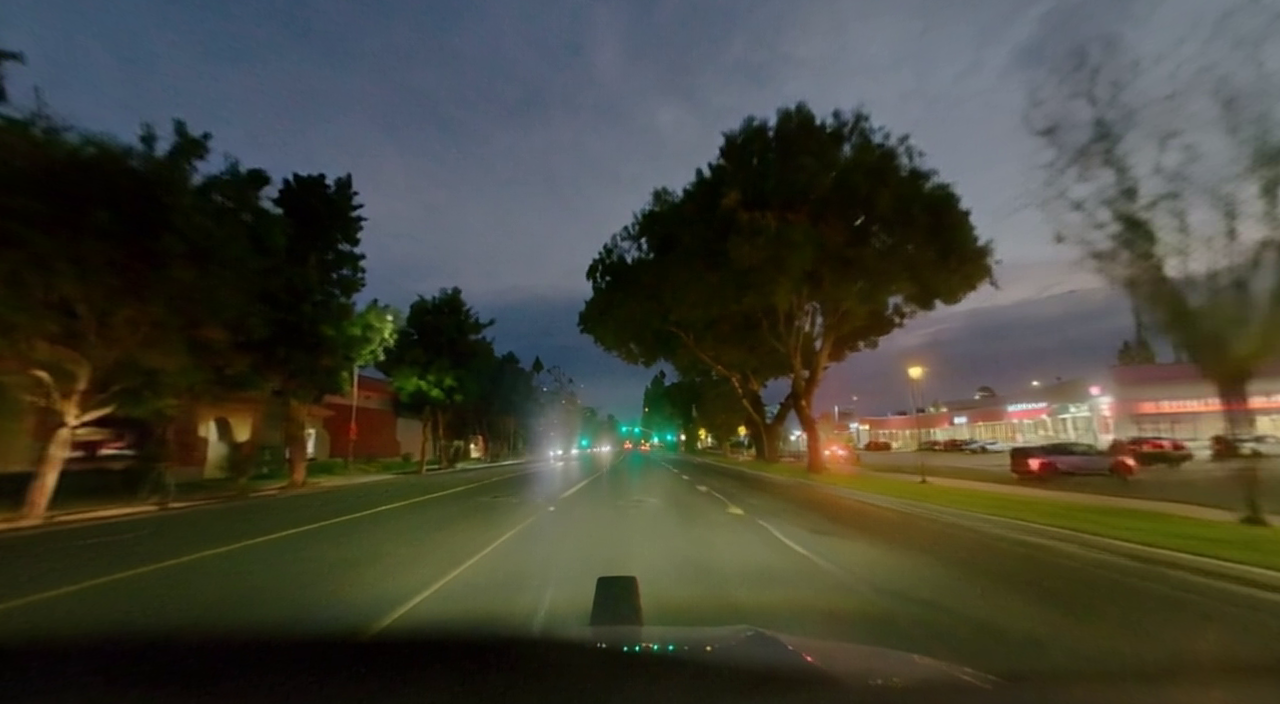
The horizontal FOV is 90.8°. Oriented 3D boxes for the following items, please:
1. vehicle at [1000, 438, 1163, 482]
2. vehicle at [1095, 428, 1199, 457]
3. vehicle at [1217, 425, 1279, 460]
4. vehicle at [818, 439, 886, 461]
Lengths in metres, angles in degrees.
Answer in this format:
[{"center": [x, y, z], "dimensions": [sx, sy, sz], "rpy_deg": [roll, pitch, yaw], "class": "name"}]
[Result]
[{"center": [16.757, 4.104, 24.184], "dimensions": [4.665, 1.570, 2.080], "rpy_deg": [0, -8, 0], "class": "vehicle"}, {"center": [31.626, 5.701, 39.655], "dimensions": [2.015, 1.681, 5.292], "rpy_deg": [0, -8, -2], "class": "vehicle"}, {"center": [34.430, 4.908, 34.250], "dimensions": [1.843, 1.774, 4.626], "rpy_deg": [0, -8, 0], "class": "vehicle"}, {"center": [16.112, 7.455, 48.108], "dimensions": [4.421, 1.412, 1.949], "rpy_deg": [-2, -8, 0], "class": "vehicle"}]
